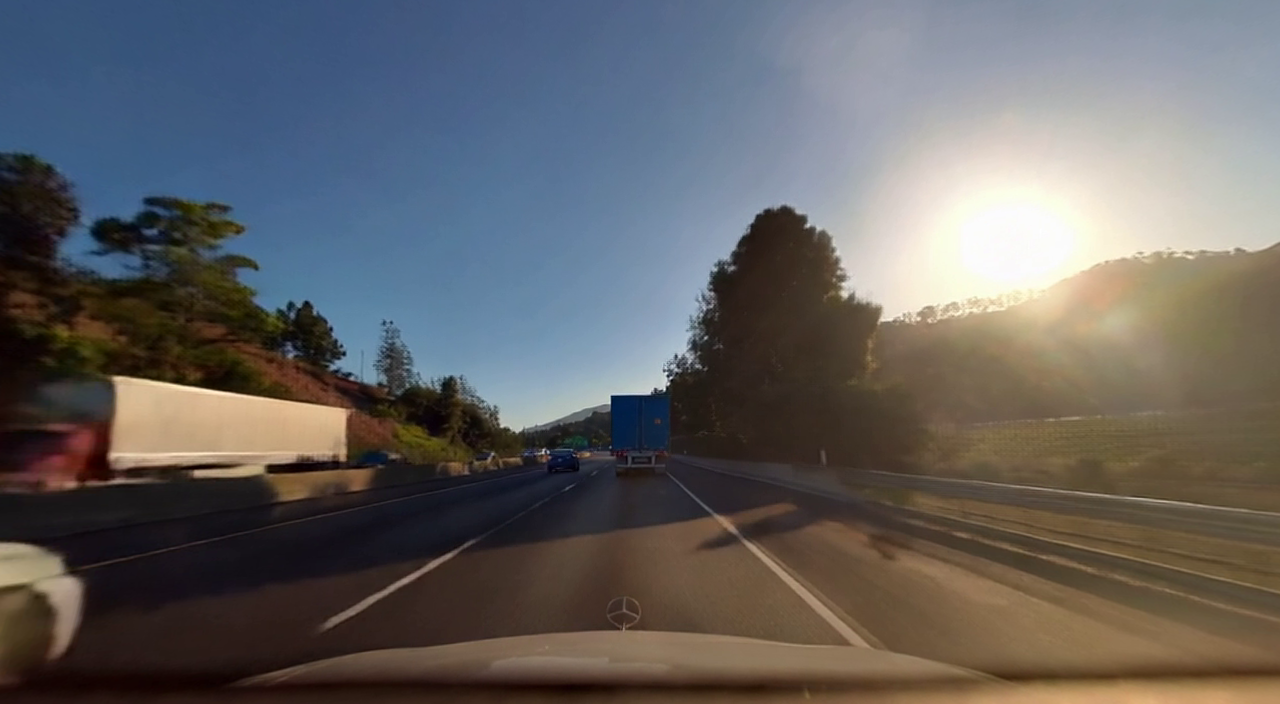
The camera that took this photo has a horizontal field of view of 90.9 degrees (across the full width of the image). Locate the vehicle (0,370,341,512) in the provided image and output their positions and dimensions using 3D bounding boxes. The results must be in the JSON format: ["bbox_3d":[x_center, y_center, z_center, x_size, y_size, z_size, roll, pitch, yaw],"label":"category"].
[{"bbox_3d":[-17.995,3.880,26.504,2.912,4.071,16.625,0,-9,-1],"label":"vehicle"}]

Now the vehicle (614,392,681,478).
[{"bbox_3d":[0.238,4.451,32.960,2.959,3.828,9.617,0,-9,-1],"label":"vehicle"}]

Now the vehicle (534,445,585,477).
[{"bbox_3d":[-4.165,5.735,33.427,2.074,1.546,4.946,0,-9,0],"label":"vehicle"}]

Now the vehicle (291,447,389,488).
[{"bbox_3d":[-13.410,5.175,28.537,2.224,1.691,4.519,0,-9,0],"label":"vehicle"}]
